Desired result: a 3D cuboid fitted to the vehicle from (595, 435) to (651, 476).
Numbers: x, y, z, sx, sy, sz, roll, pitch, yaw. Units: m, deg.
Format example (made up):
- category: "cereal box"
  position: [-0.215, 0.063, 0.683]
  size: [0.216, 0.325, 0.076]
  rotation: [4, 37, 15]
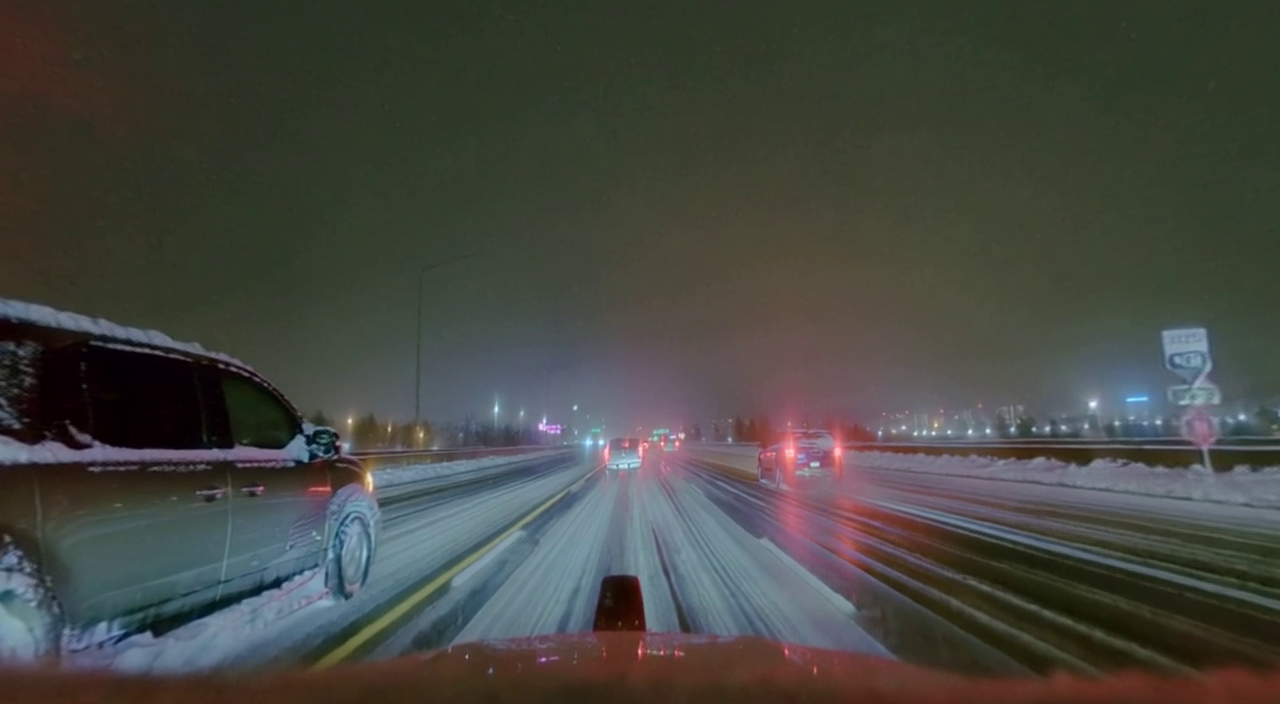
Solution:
- category: "vehicle"
  position: [-0.655, 4.294, 26.324]
  size: [2.147, 1.576, 3.964]
  rotation: [0, -8, 0]
